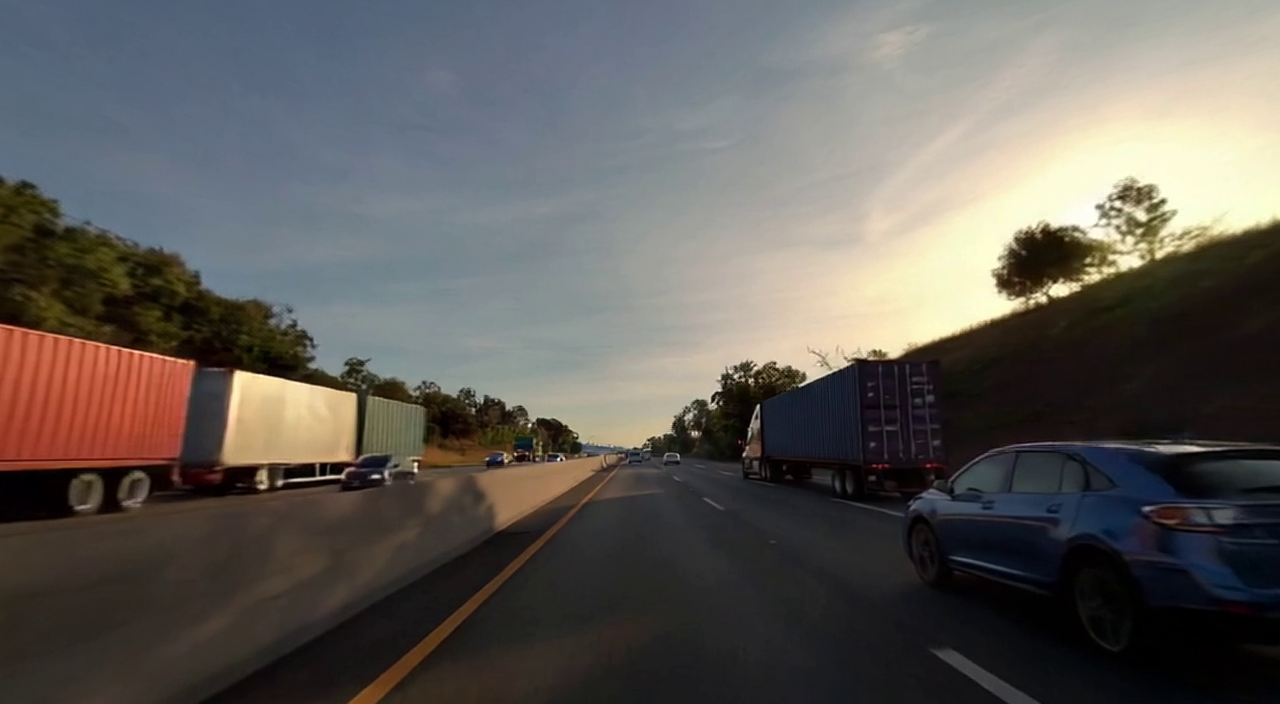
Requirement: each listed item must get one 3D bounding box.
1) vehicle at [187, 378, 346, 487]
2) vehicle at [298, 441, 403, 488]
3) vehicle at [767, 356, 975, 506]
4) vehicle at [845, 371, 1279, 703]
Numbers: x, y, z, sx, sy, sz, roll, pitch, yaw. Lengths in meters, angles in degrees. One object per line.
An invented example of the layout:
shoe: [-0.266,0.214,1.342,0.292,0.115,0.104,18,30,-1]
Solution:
vehicle: [-15.227,3.418,26.378,2.914,4.017,5.846,0,-9,0]
vehicle: [-11.138,4.344,24.679,2.026,1.657,4.362,0,-9,0]
vehicle: [7.692,3.191,24.152,2.882,4.109,13.567,0,-9,0]
vehicle: [3.385,1.243,4.682,2.130,1.658,4.537,0,-9,-1]
